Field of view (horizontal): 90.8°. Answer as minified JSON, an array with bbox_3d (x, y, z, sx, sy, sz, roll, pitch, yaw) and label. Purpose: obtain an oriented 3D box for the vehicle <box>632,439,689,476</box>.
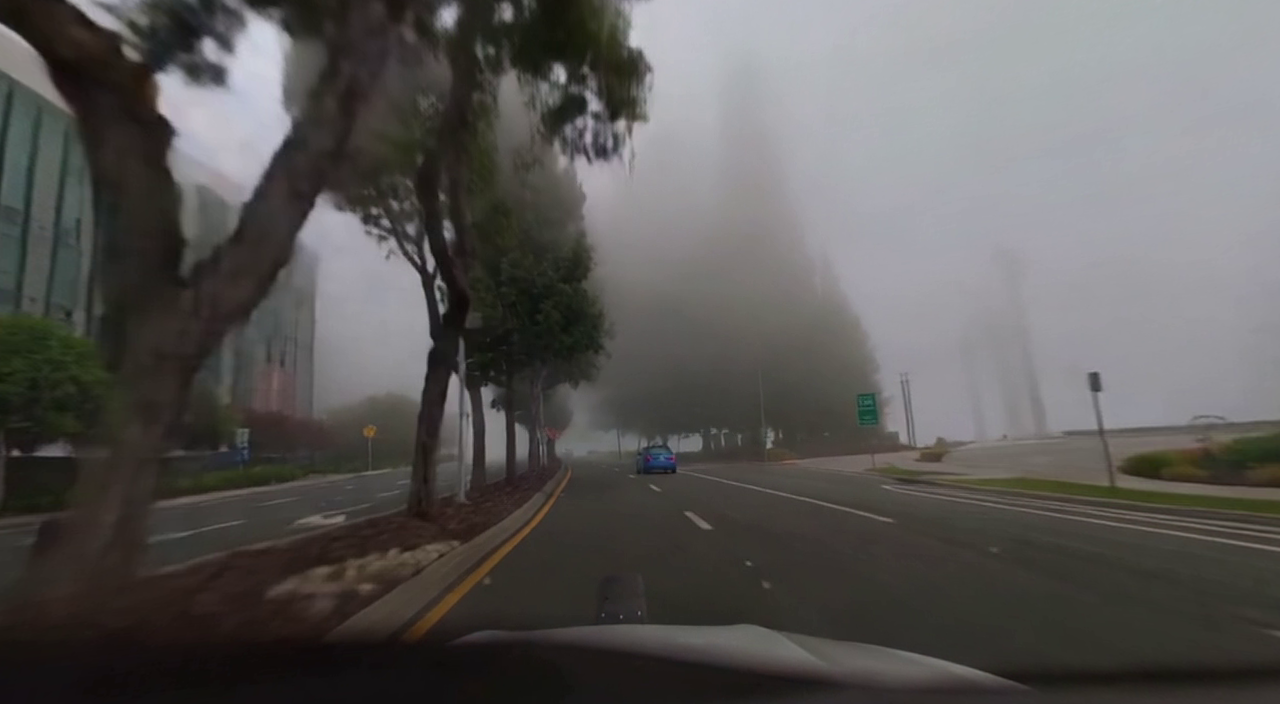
[{"bbox_3d":[0.881,5.104,30.764,2.165,1.633,4.381,0,-8,-6],"label":"vehicle"}]
